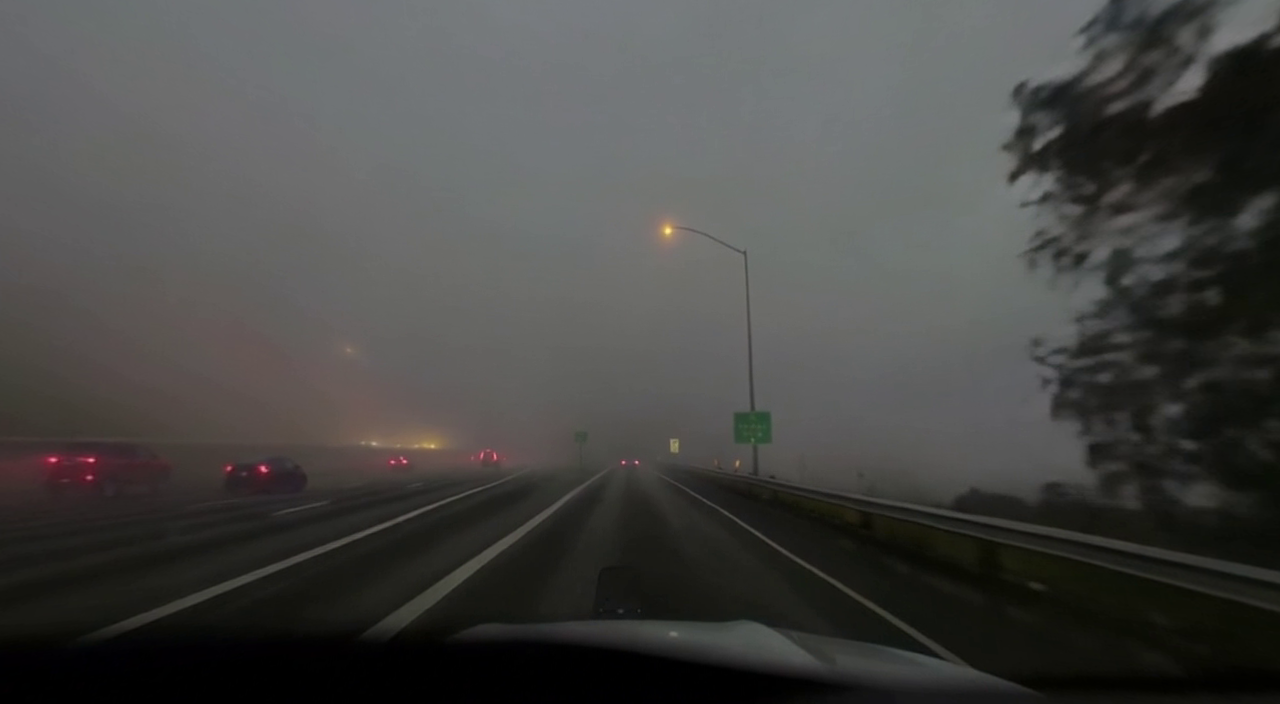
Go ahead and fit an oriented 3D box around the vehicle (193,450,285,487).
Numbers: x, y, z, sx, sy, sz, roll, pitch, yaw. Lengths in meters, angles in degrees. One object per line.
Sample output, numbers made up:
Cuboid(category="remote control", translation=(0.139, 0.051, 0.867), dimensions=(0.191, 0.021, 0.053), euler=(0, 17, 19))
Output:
Cuboid(category="vehicle", translation=(-20.112, 5.866, 31.817), dimensions=(2.093, 1.735, 4.285), euler=(1, -10, -5))
